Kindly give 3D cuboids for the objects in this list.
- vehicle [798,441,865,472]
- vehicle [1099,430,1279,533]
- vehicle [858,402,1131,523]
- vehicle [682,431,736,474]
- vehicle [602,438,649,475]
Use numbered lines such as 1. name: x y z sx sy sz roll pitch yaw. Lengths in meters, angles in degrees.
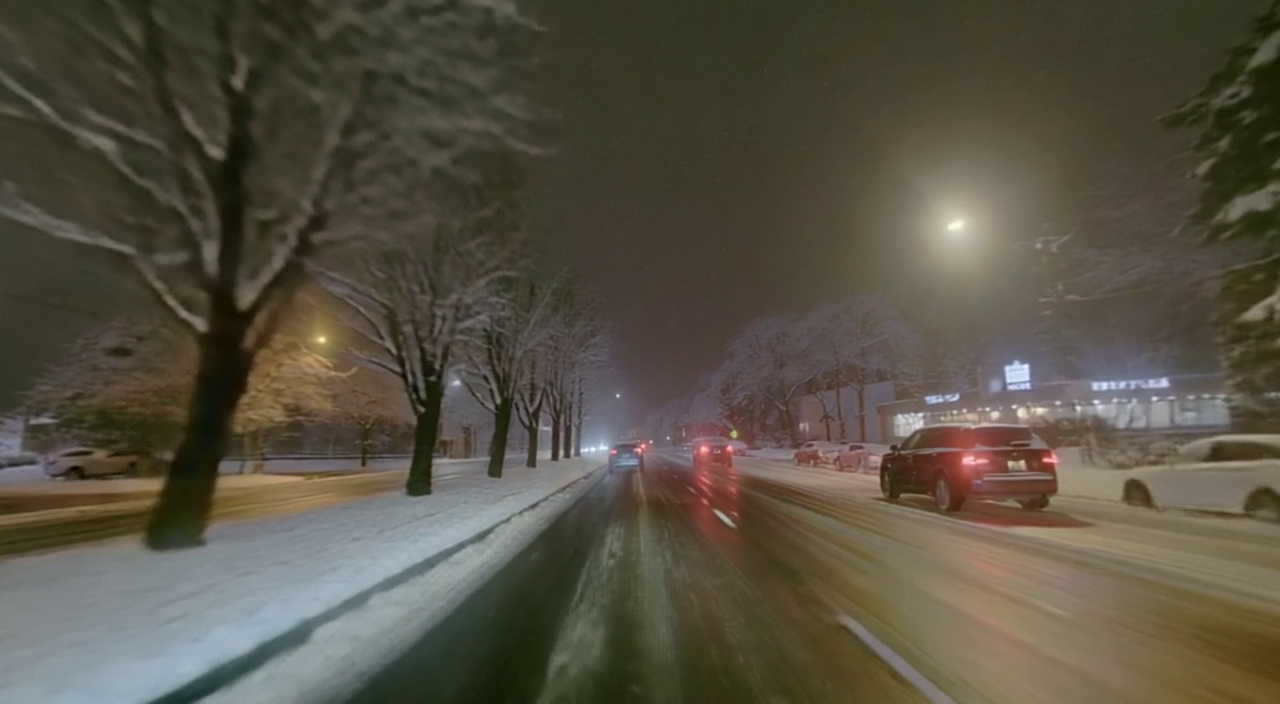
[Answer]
1. vehicle: 10.095 5.528 33.685 1.898 1.475 4.860 0 -8 -2
2. vehicle: 10.176 2.024 10.262 1.970 1.470 4.602 0 -8 0
3. vehicle: 6.651 2.170 12.964 2.240 1.923 5.678 0 -8 -1
4. vehicle: 3.150 4.711 29.758 1.955 1.845 4.538 0 -8 -1
5. vehicle: -0.657 4.874 29.689 2.037 1.568 3.693 0 -8 0
